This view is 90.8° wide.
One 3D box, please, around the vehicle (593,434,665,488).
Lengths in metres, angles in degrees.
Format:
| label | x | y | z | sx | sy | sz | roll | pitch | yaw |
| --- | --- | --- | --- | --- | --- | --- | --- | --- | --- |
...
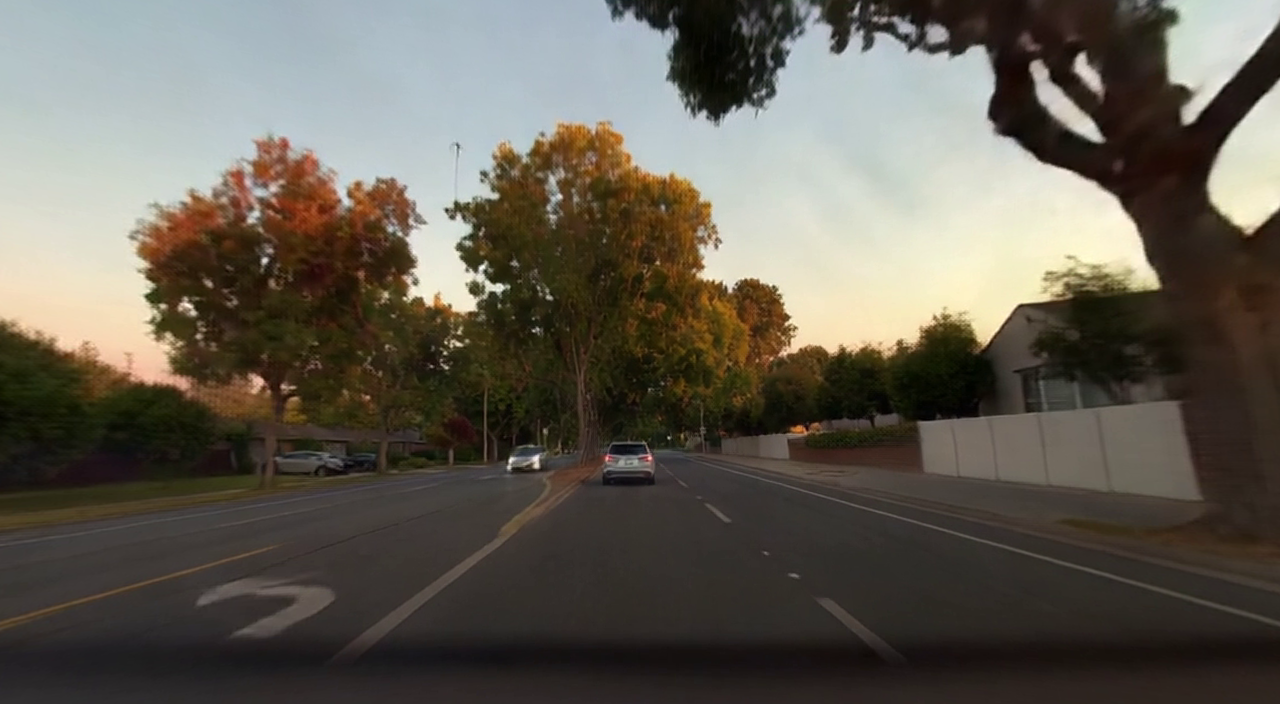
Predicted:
| label | x | y | z | sx | sy | sz | roll | pitch | yaw |
| --- | --- | --- | --- | --- | --- | --- | --- | --- | --- |
| vehicle | -0.333 | 3.607 | 21.240 | 2.181 | 1.639 | 4.127 | 0 | -8 | 0 |

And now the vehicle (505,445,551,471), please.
| label | x | y | z | sx | sy | sz | roll | pitch | yaw |
| --- | --- | --- | --- | --- | --- | --- | --- | --- | --- |
| vehicle | -6.571 | 6.262 | 37.558 | 1.907 | 1.471 | 4.455 | 0 | -8 | 0 |

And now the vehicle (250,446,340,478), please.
| label | x | y | z | sx | sy | sz | roll | pitch | yaw |
| --- | --- | --- | --- | --- | --- | --- | --- | --- | --- |
| vehicle | -21.615 | 6.863 | 39.710 | 4.470 | 1.917 | 1.932 | 0 | -8 | 3 |
